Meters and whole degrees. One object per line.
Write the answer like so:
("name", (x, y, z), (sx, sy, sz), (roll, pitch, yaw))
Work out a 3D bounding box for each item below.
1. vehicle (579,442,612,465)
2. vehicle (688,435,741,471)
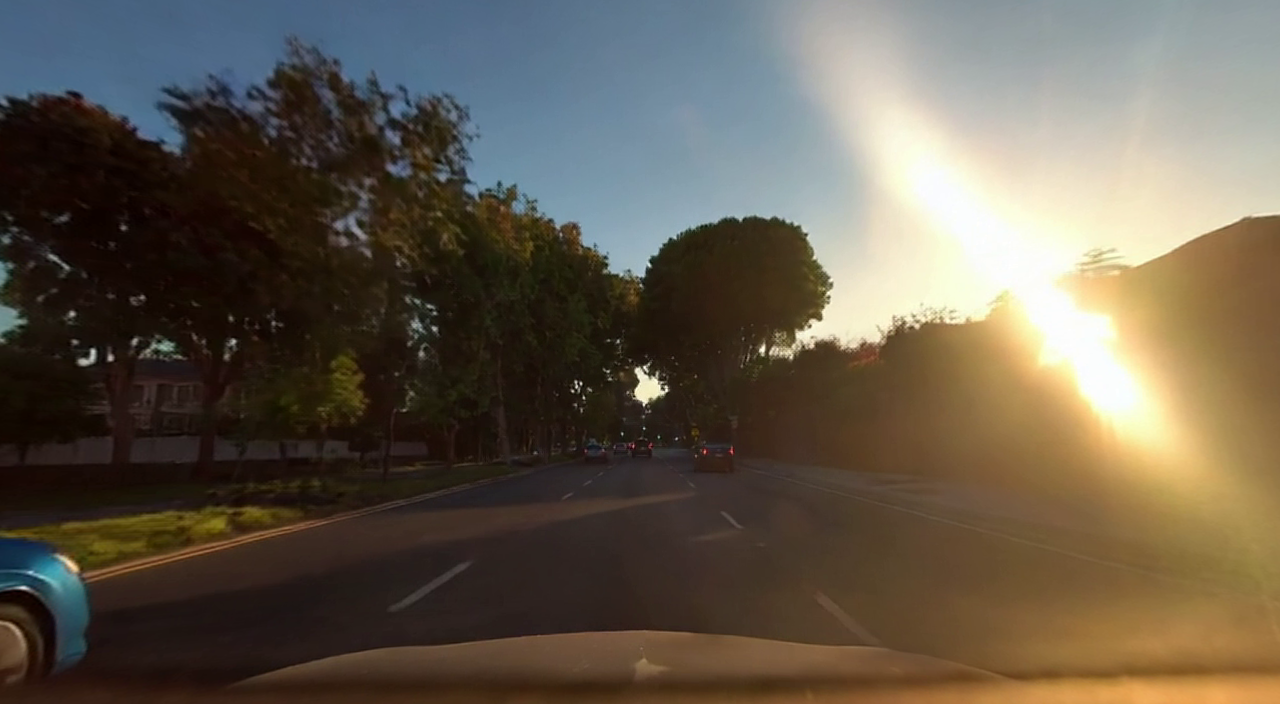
("vehicle", (-2.998, 6.912, 43.228), (1.940, 1.473, 4.133), (0, -8, 1))
("vehicle", (3.804, 5.235, 32.819), (2.182, 1.688, 4.187), (0, -8, -1))
